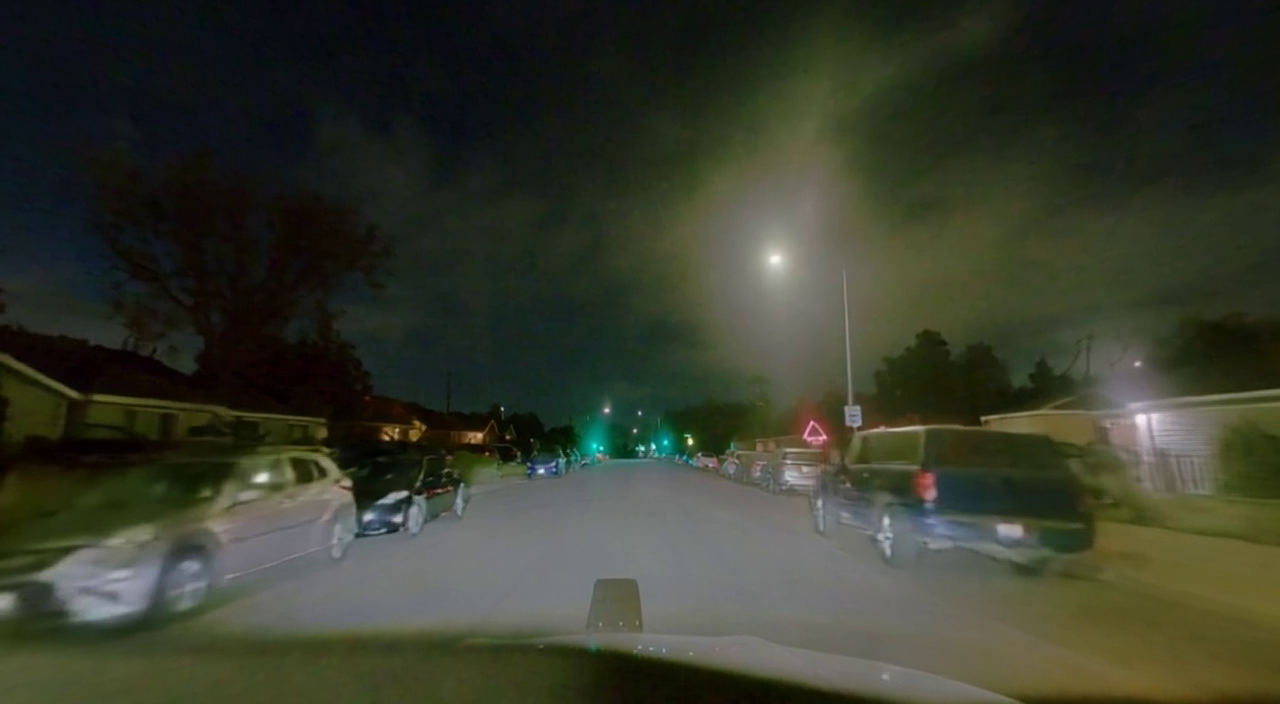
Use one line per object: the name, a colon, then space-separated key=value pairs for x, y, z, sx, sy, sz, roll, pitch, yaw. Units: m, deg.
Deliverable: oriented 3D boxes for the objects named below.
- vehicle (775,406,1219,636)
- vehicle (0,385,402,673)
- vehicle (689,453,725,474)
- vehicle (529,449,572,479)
vehicle: x=3.720 y=1.860 z=8.395 sx=2.415 sy=1.963 sz=5.688 roll=0 pitch=-8 yaw=-2
vehicle: x=-4.748 y=1.630 z=7.103 sx=2.094 sy=1.927 sz=5.573 roll=1 pitch=-9 yaw=-2
vehicle: x=4.784 y=8.045 z=45.648 sx=1.847 sy=1.448 sz=4.162 roll=0 pitch=-9 yaw=-3
vehicle: x=-4.972 y=6.258 z=35.507 sx=1.983 sy=1.579 sz=3.879 roll=1 pitch=-9 yaw=-2
